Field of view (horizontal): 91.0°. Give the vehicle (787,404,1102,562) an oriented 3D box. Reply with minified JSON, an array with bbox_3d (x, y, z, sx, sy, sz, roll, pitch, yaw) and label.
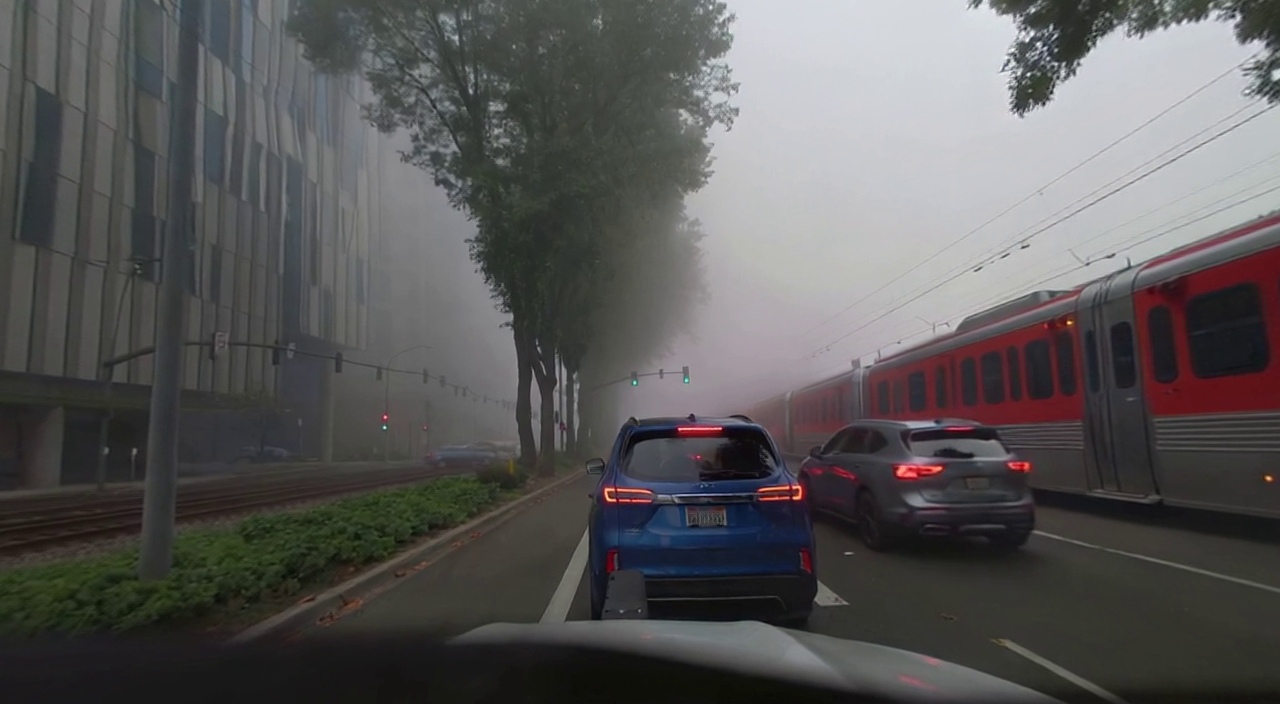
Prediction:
[{"bbox_3d":[3.868,1.775,9.264,2.212,1.709,4.715,0,-9,-1],"label":"vehicle"}]

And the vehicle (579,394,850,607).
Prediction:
[{"bbox_3d":[0.493,1.498,7.182,2.190,1.684,4.084,0,-9,-3],"label":"vehicle"}]
